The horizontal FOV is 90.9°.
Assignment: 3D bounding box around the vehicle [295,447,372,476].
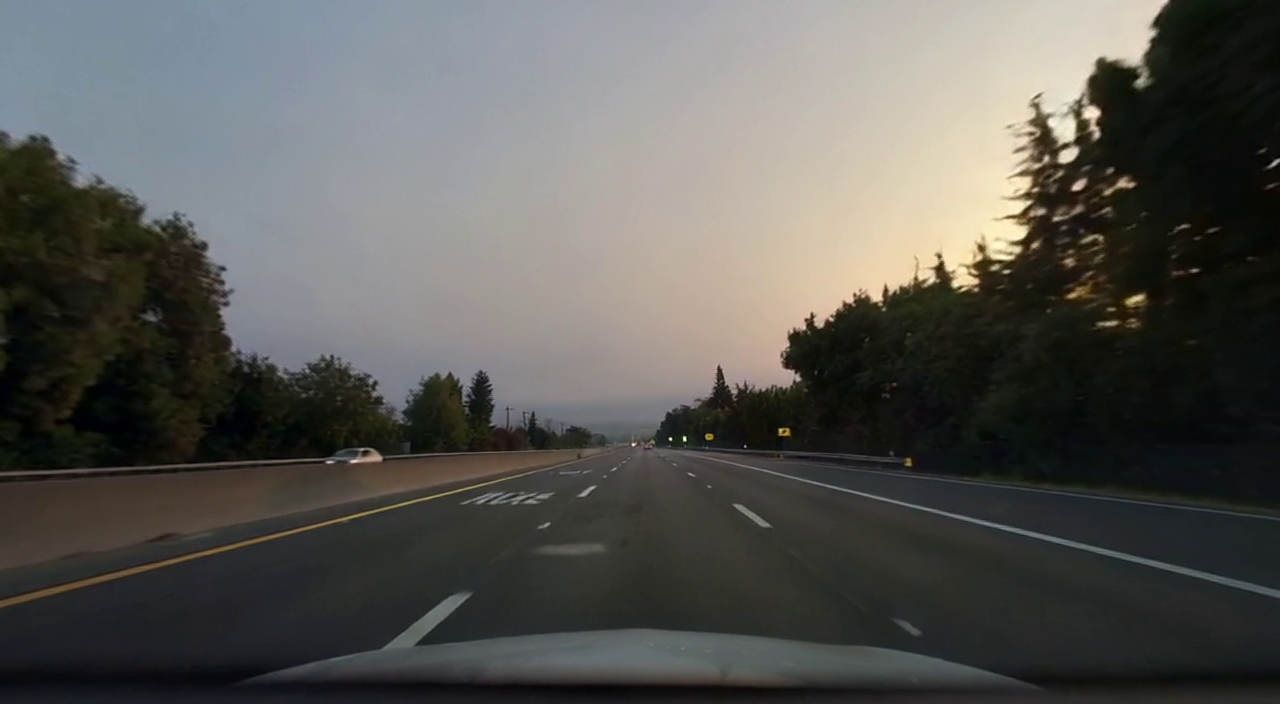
[{"bbox_3d":[-17.455,6.249,36.227,1.902,1.495,4.952,-1,-8,1],"label":"vehicle"}]
